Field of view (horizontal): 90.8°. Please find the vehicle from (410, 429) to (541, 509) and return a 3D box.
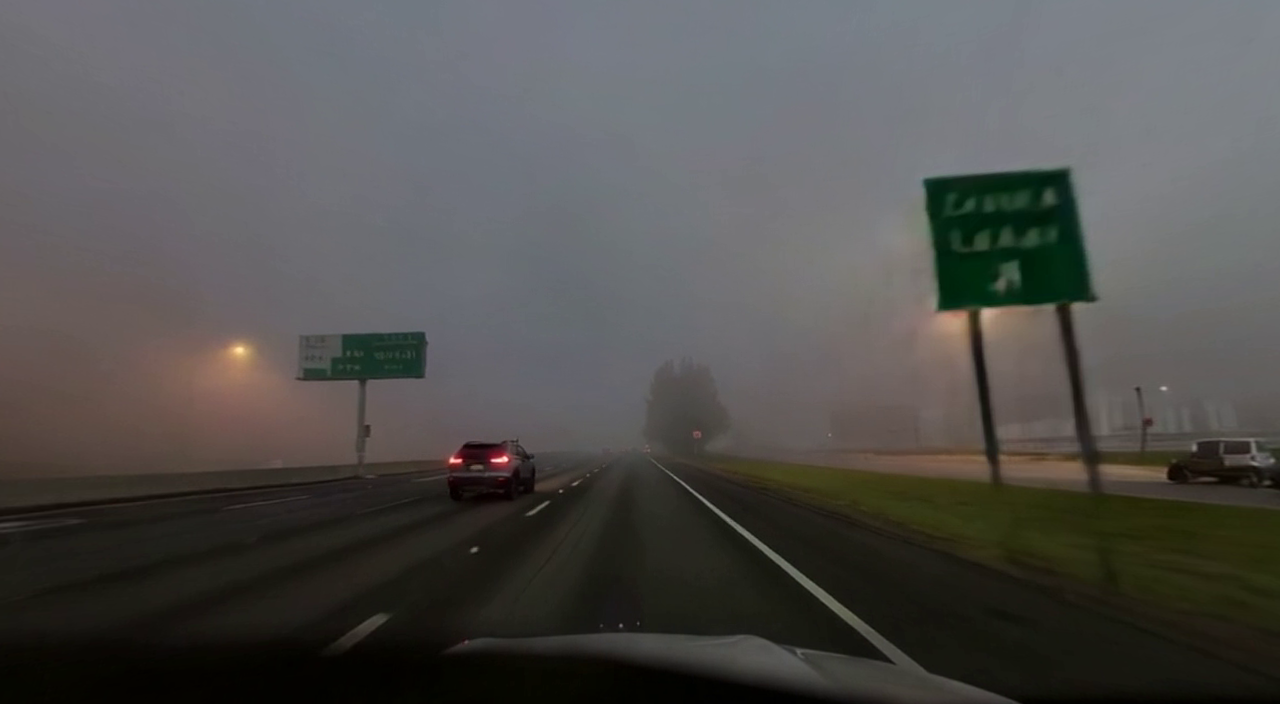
[{"bbox_3d":[-4.053,2.961,16.522,2.150,1.761,4.697,0,-8,0],"label":"vehicle"}]
